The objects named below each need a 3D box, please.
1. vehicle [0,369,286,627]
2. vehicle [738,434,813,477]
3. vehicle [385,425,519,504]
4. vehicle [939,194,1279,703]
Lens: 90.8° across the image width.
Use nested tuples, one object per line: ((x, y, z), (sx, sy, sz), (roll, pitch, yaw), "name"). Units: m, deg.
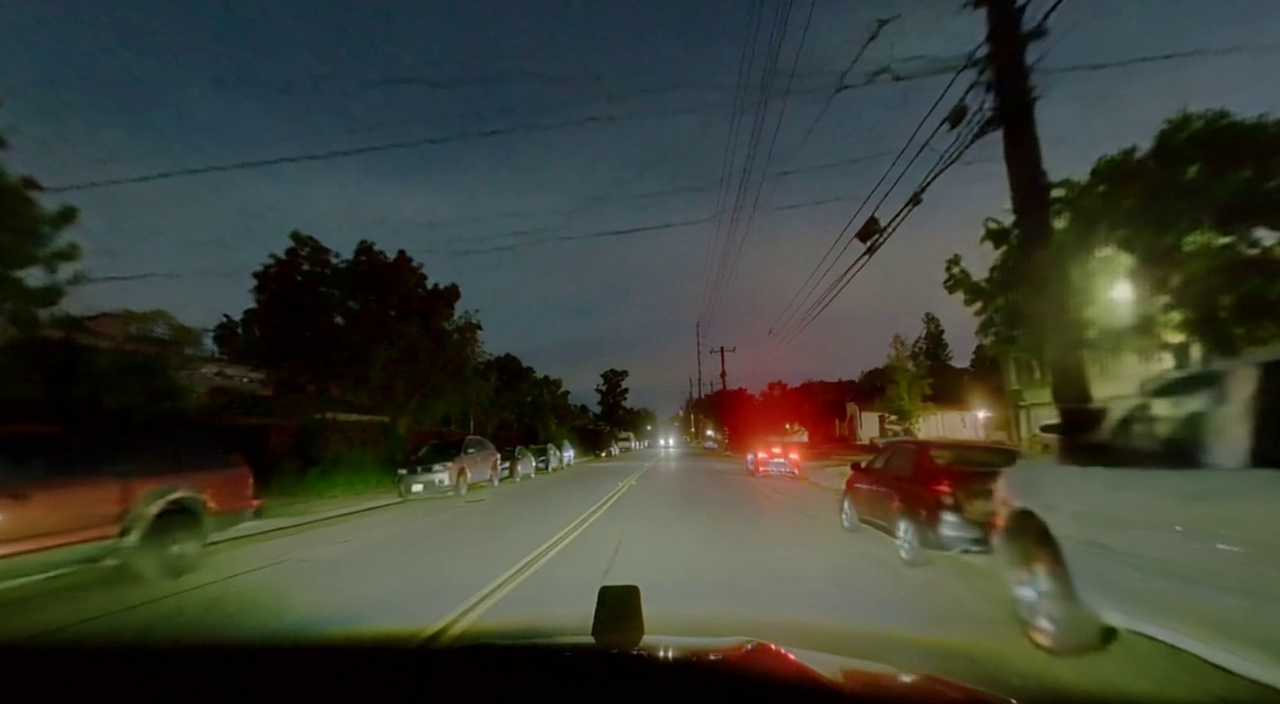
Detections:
((-6.276, 1.426, 6.247), (2.353, 2.037, 5.358), (-4, -9, 2), "vehicle")
((5.173, 4.032, 24.827), (2.108, 1.493, 4.878), (-1, -8, 3), "vehicle")
((-5.327, 3.266, 18.704), (2.192, 1.873, 4.985), (-4, -9, 4), "vehicle")
((3.412, 0.532, 2.159), (2.397, 2.130, 5.384), (-1, -8, 4), "vehicle")
